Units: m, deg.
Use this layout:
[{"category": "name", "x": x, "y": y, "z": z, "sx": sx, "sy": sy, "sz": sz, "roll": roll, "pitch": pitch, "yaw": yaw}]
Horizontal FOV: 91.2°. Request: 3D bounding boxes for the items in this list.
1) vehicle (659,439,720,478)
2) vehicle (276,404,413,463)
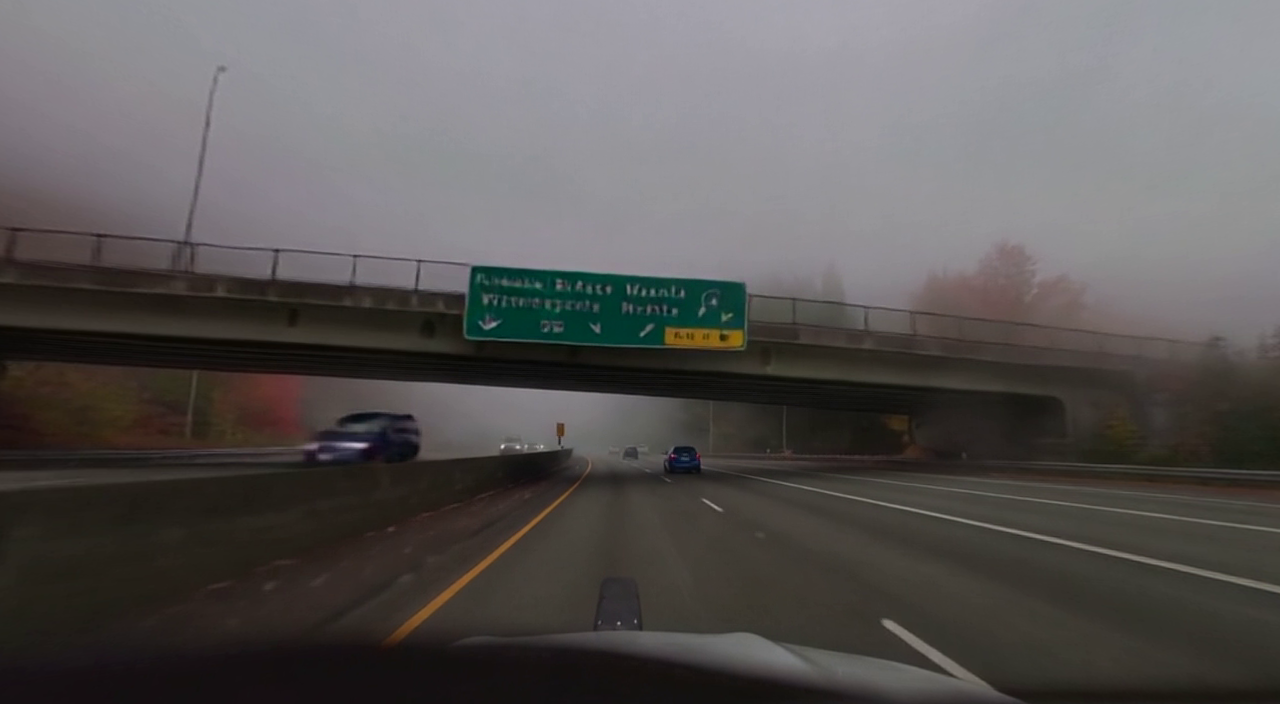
[{"category": "vehicle", "x": 2.216, "y": 4.945, "z": 29.286, "sx": 2.337, "sy": 1.633, "sz": 4.222, "roll": 0, "pitch": -9, "yaw": -2}, {"category": "vehicle", "x": -9.342, "y": 2.708, "z": 20.365, "sx": 2.185, "sy": 1.675, "sz": 4.704, "roll": 0, "pitch": -9, "yaw": -1}]
